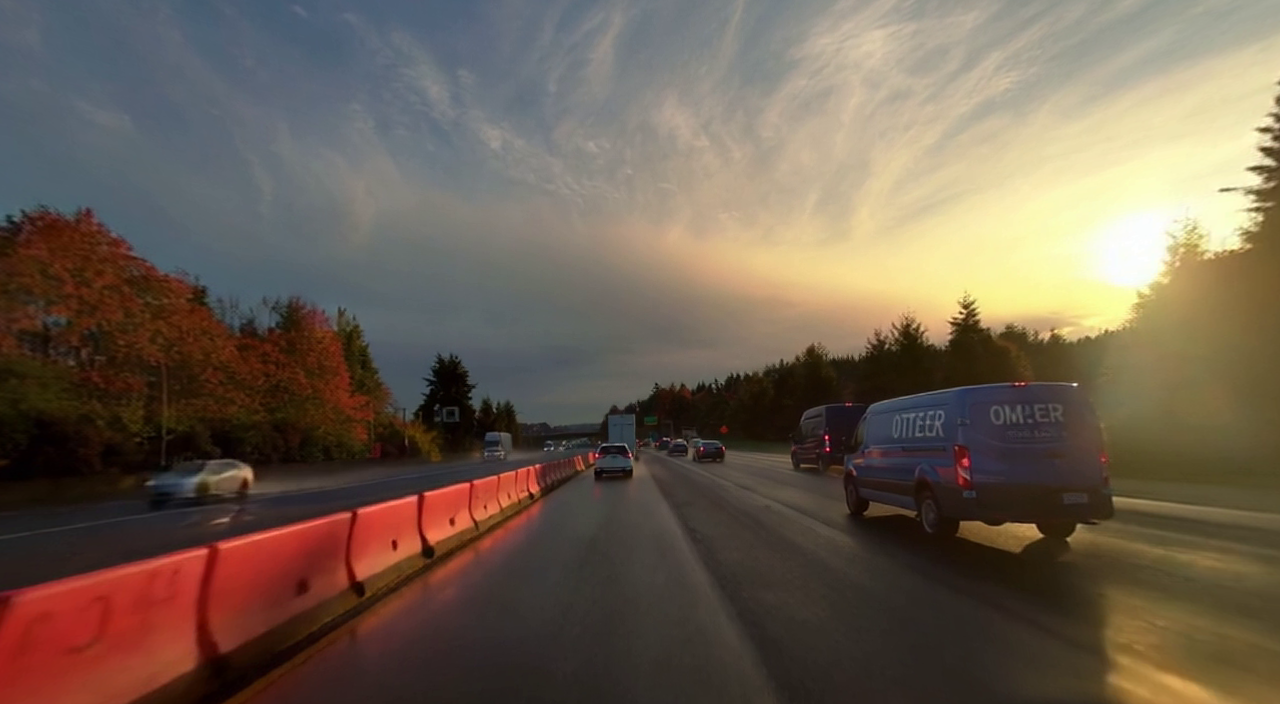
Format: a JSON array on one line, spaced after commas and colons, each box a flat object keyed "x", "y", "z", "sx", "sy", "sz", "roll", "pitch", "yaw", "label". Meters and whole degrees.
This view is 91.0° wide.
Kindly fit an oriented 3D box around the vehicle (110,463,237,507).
[{"x": -18.616, "y": 5.294, "z": 25.401, "sx": 1.811, "sy": 1.456, "sz": 4.313, "roll": 0, "pitch": -8, "yaw": 0, "label": "vehicle"}]

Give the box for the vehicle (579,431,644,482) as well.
[{"x": -0.977, "y": 3.651, "z": 22.270, "sx": 2.100, "sy": 1.636, "sz": 3.620, "roll": 0, "pitch": -8, "yaw": -1, "label": "vehicle"}]

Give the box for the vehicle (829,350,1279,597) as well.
[{"x": 4.310, "y": 1.343, "z": 7.776, "sx": 2.223, "sy": 2.008, "sz": 5.121, "roll": 0, "pitch": -8, "yaw": -1, "label": "vehicle"}]
